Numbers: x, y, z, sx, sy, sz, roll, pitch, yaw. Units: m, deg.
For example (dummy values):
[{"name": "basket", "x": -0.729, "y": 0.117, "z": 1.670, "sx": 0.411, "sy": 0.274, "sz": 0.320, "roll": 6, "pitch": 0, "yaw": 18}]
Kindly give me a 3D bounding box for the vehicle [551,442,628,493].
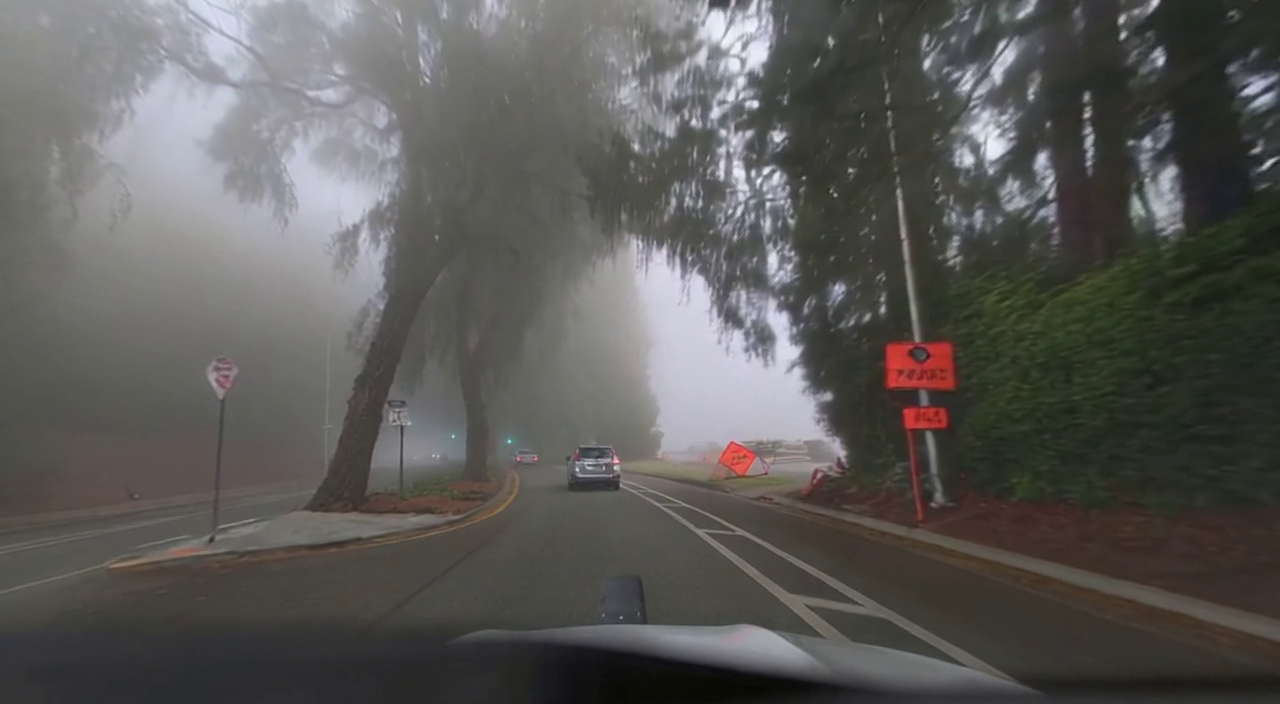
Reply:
[{"name": "vehicle", "x": -1.837, "y": 3.882, "z": 21.655, "sx": 2.266, "sy": 1.508, "sz": 4.430, "roll": 1, "pitch": -9, "yaw": -9}]
